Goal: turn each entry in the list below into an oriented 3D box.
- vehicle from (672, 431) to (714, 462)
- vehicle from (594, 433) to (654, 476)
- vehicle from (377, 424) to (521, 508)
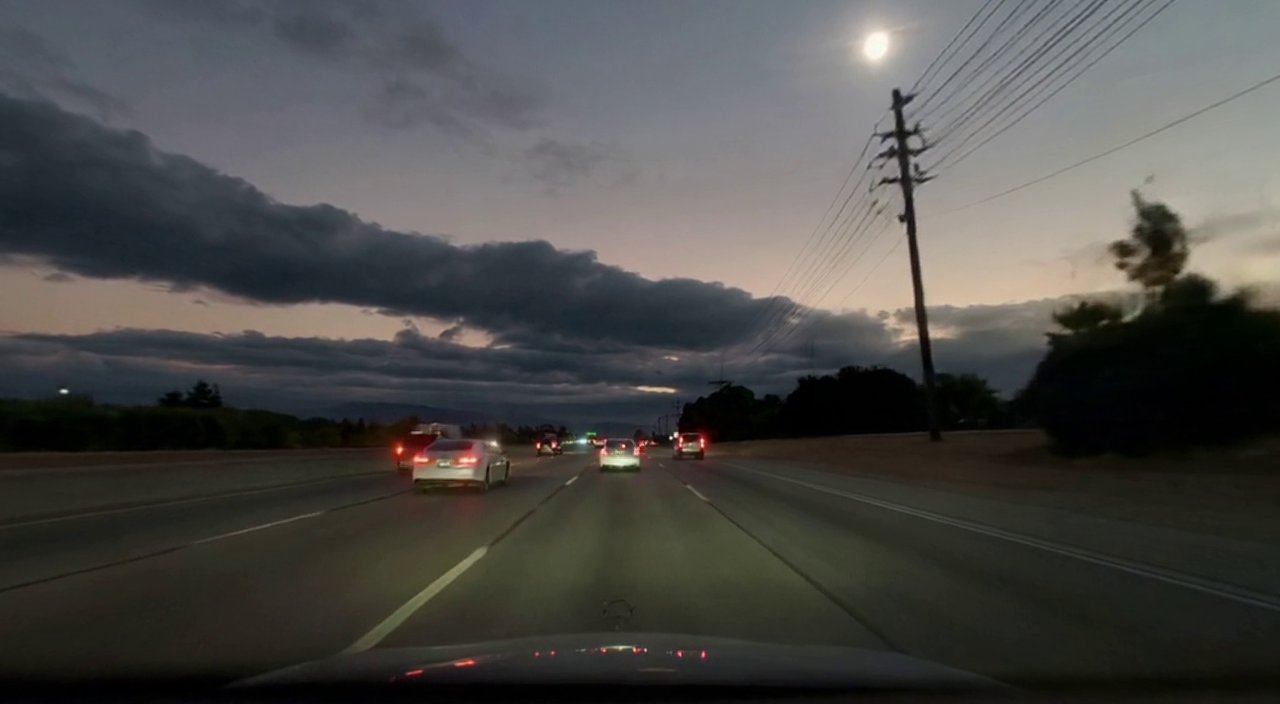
[{"bbox_3d":[3.072,5.603,37.631,1.950,1.695,4.446,0,-8,-3],"label":"vehicle"},{"bbox_3d":[-0.586,3.836,23.861,2.086,1.488,3.440,0,-8,-1],"label":"vehicle"},{"bbox_3d":[-4.127,2.504,14.528,1.901,1.601,4.610,0,-8,0],"label":"vehicle"}]
